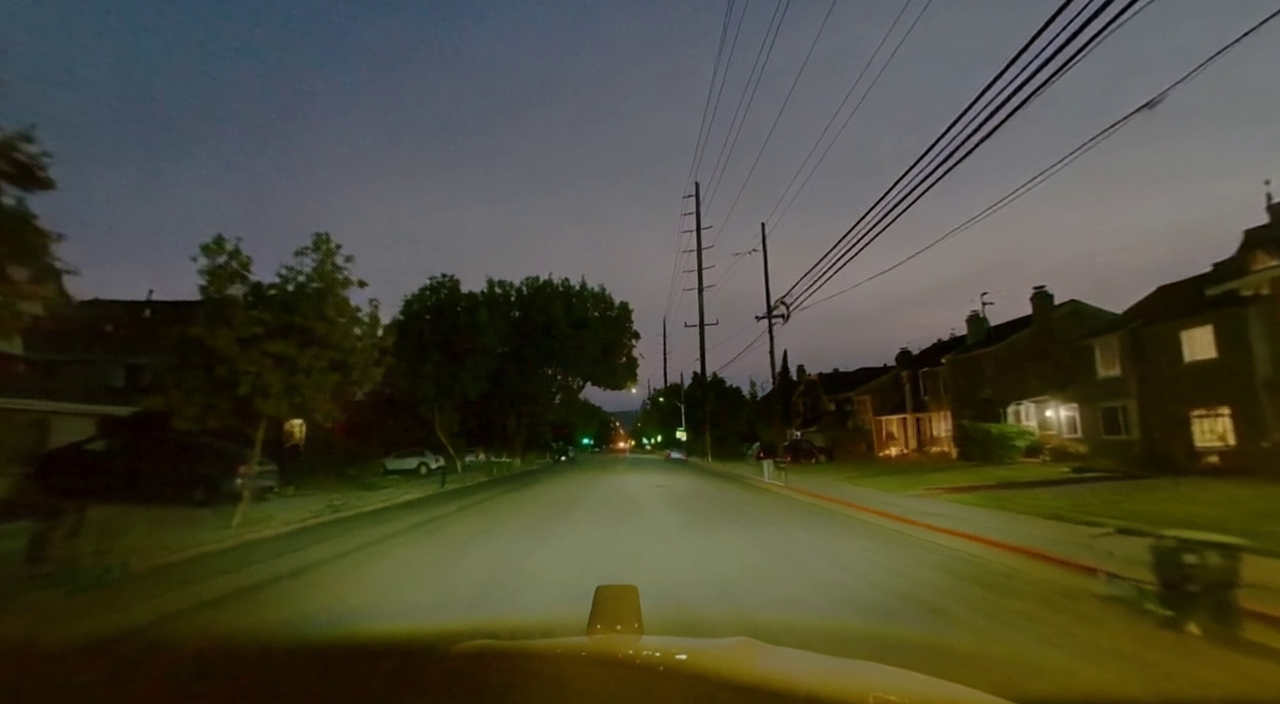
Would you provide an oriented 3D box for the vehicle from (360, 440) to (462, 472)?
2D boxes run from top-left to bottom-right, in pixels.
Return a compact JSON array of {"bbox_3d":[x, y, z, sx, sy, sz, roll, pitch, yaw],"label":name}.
[{"bbox_3d":[-11.437,5.213,31.748,4.371,1.482,1.954,1,-8,-3],"label":"vehicle"}]

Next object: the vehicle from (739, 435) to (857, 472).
[{"bbox_3d":[8.684,5.644,35.289,5.890,1.896,2.459,-1,-8,0],"label":"vehicle"}]
